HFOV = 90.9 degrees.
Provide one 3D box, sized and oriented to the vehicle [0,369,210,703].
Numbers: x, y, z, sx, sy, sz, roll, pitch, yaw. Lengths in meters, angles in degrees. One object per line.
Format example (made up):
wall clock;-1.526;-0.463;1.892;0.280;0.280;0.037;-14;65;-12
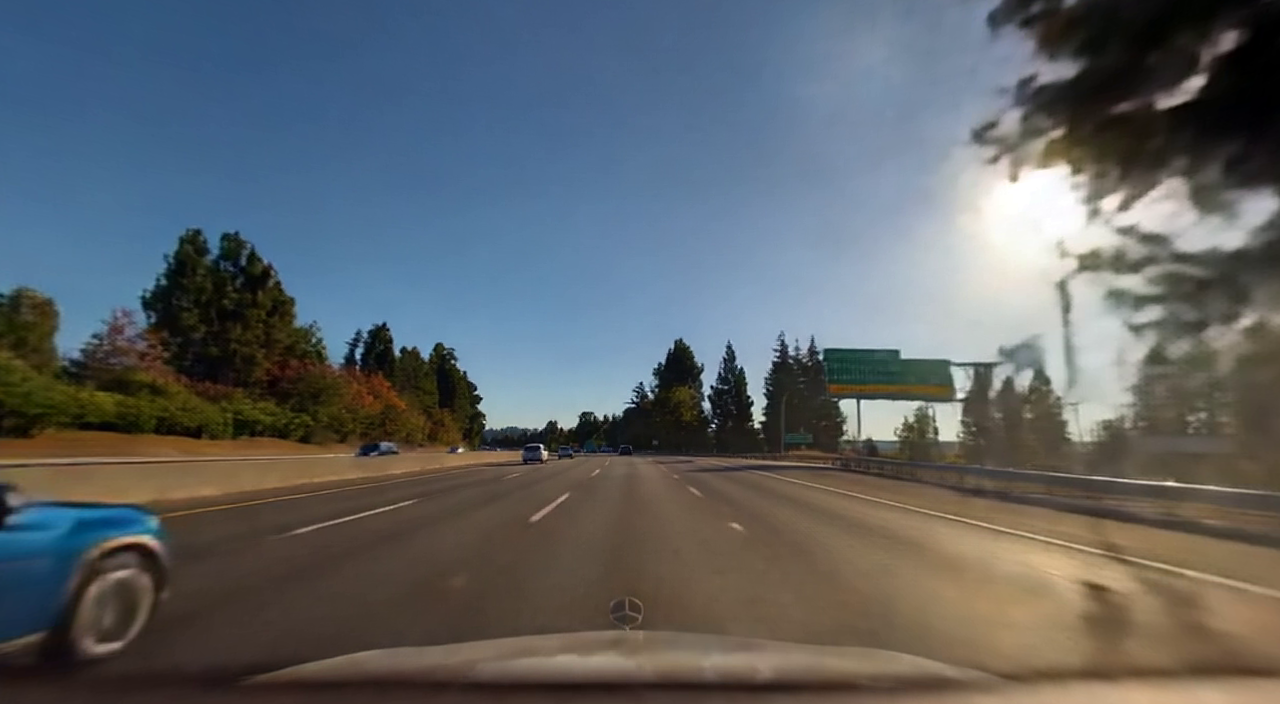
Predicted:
vehicle;-4.255;0.834;2.266;2.162;1.724;4.537;0;-8;0

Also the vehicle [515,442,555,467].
vehicle;-7.757;7.621;47.083;2.179;1.710;5.160;0;-8;0
